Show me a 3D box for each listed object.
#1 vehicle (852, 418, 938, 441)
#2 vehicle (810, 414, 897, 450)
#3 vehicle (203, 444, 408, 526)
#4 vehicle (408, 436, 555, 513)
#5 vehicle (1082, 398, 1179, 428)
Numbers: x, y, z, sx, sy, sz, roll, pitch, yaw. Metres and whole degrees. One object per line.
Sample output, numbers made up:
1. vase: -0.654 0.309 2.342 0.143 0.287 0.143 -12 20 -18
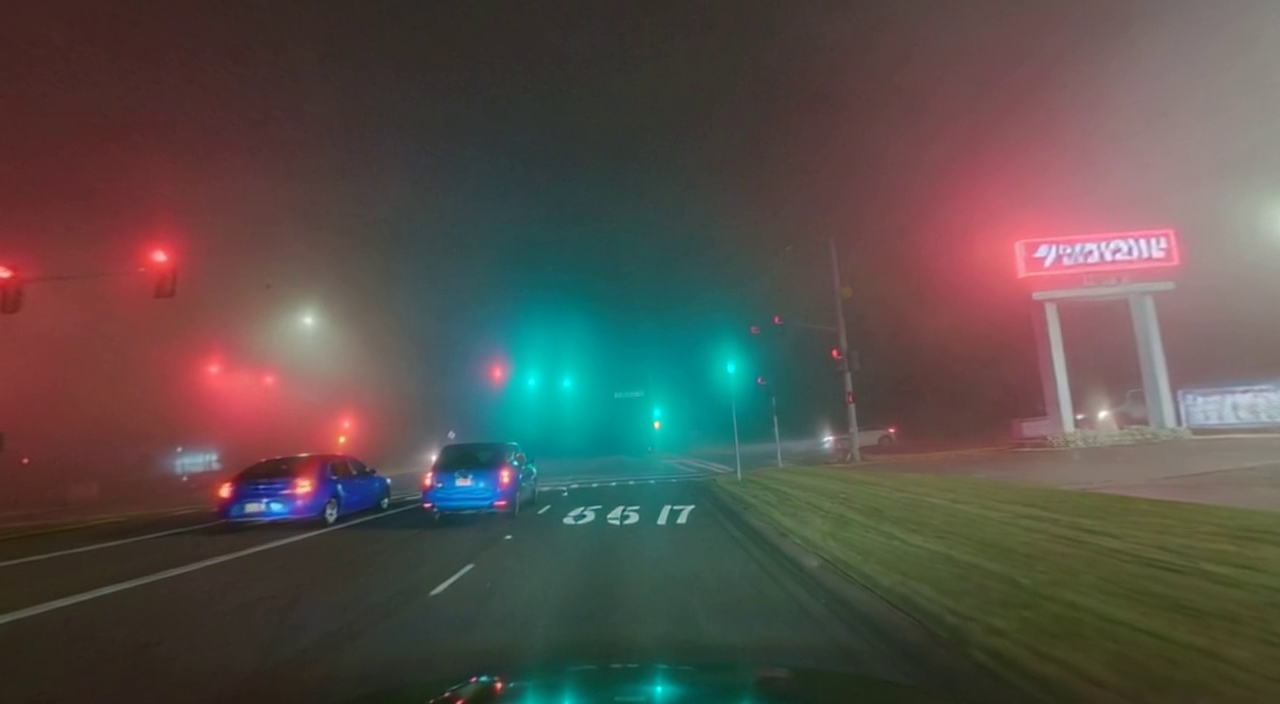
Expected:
1. vehicle: 16.597 5.089 41.279 4.712 1.466 1.962 0 -9 -1
2. vehicle: 12.812 4.830 38.054 4.428 1.501 1.884 -7 -8 -2
3. vehicle: -6.714 2.671 13.336 1.966 1.439 4.161 0 -8 1
4. vehicle: -3.366 2.705 14.552 2.054 1.449 4.772 0 -8 1
5. vehicle: 32.178 4.015 41.510 4.630 1.824 2.031 0 -8 -2
